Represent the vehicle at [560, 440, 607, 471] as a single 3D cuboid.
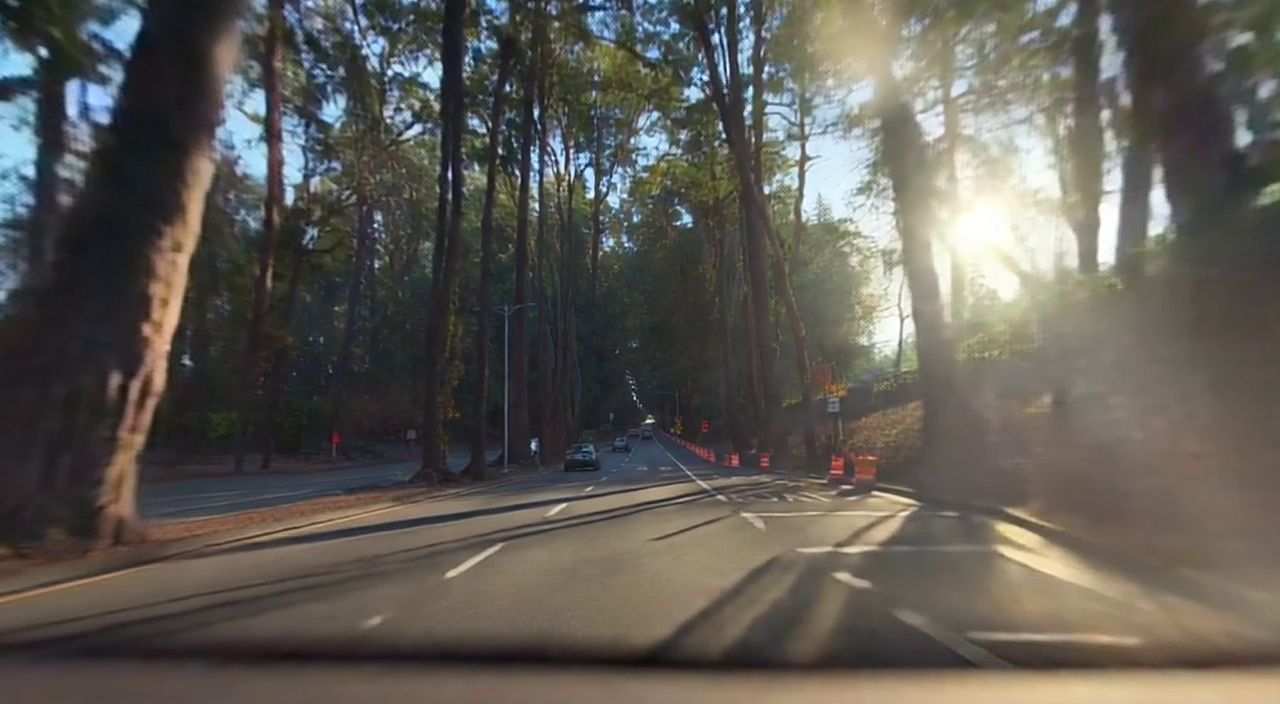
[{"bbox_3d":[-2.921,5.442,33.248,2.029,1.511,3.922,-1,-8,2],"label":"vehicle"}]
